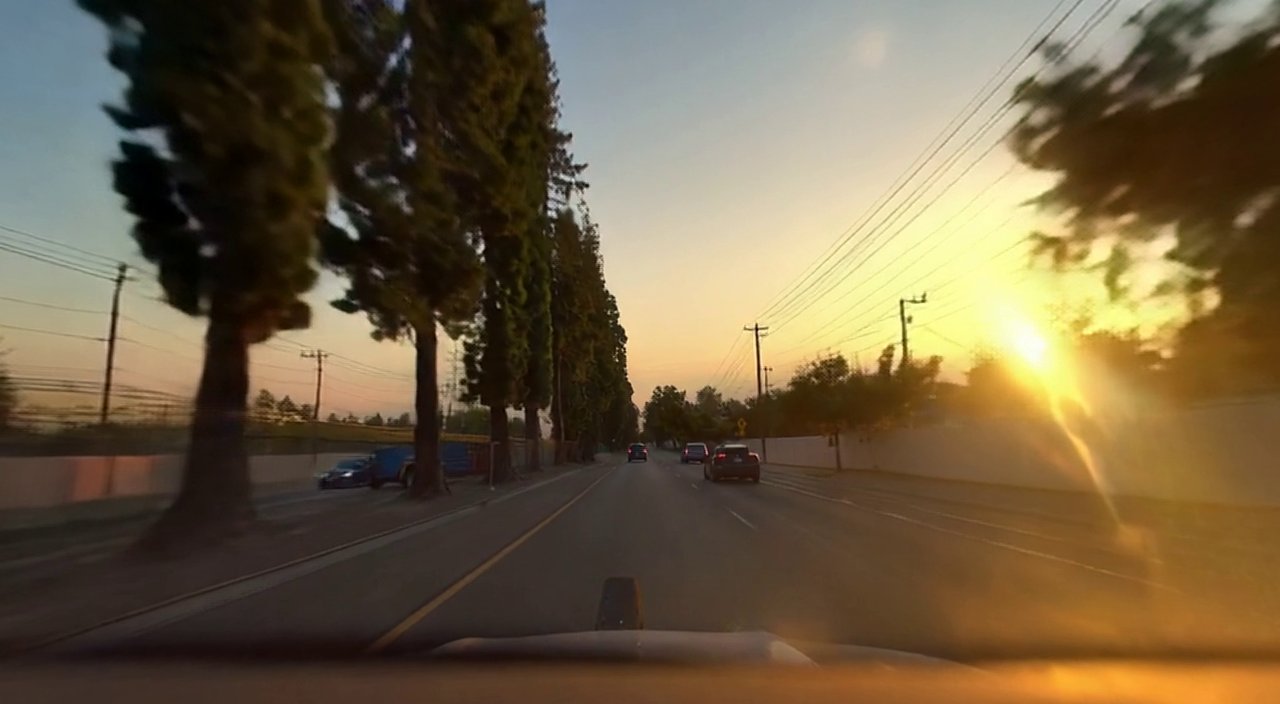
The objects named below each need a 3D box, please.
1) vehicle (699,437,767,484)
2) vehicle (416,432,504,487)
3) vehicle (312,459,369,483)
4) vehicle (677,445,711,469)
[{"bbox_3d":[3.881,4.636,27.228,2.112,1.825,4.574,0,-9,-2],"label":"vehicle"},{"bbox_3d":[-8.935,5.345,31.576,3.613,2.628,2.227,0,-9,2],"label":"vehicle"},{"bbox_3d":[-22.021,8.769,46.707,2.005,1.567,4.461,0,-8,0],"label":"vehicle"},{"bbox_3d":[3.816,7.533,45.518,2.012,1.653,4.115,0,-9,-1],"label":"vehicle"}]
